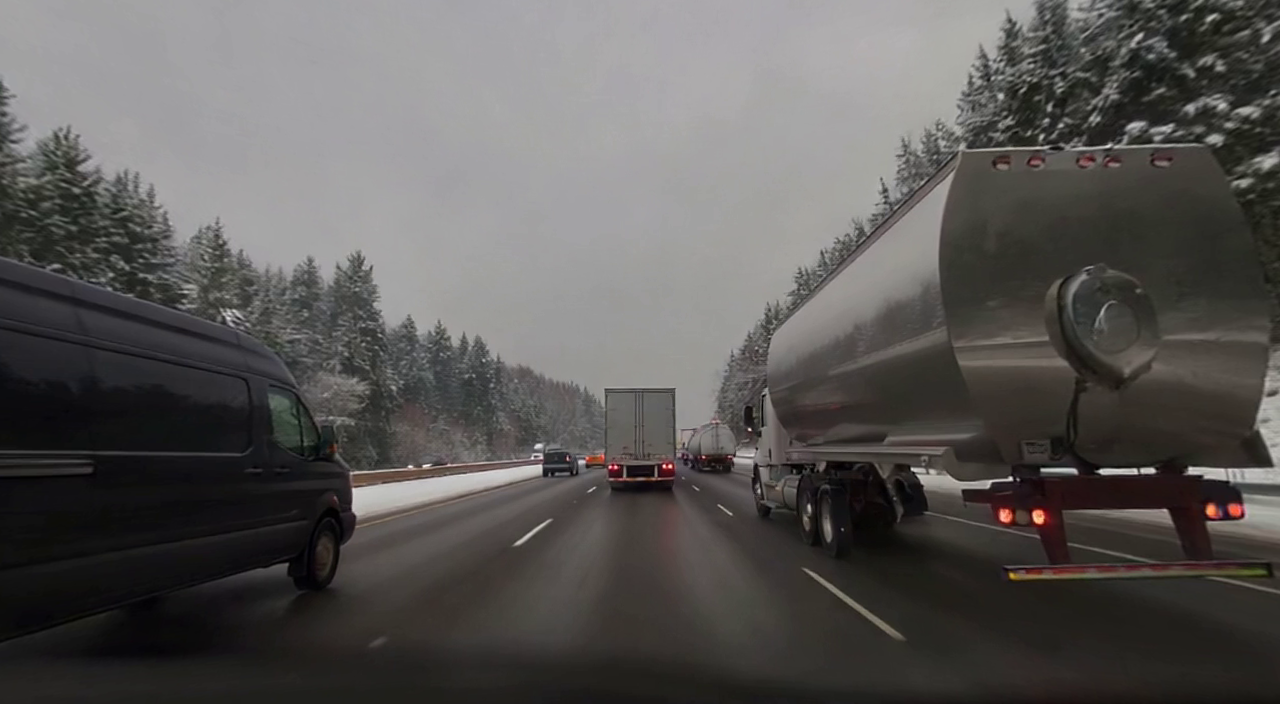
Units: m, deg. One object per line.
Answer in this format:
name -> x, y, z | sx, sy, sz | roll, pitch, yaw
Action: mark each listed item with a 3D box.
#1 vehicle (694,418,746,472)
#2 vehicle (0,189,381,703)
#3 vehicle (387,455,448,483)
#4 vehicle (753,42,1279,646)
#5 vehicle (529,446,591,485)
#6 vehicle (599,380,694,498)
vehicle -> 5.772, 7.073, 47.360 | 2.706, 3.500, 11.483 | 0, -9, 2
vehicle -> -4.194, 0.675, 3.712 | 2.525, 2.572, 6.260 | 0, -9, 1
vehicle -> -12.803, 6.727, 36.608 | 1.946, 1.484, 4.319 | 0, -9, 1
vehicle -> 4.458, 0.720, 10.159 | 3.139, 4.152, 11.915 | 0, -9, 0
vehicle -> -3.599, 5.197, 29.245 | 2.134, 1.652, 4.439 | 0, -9, 3
vehicle -> 0.169, 3.299, 23.245 | 2.773, 3.455, 9.118 | 0, -9, 0
